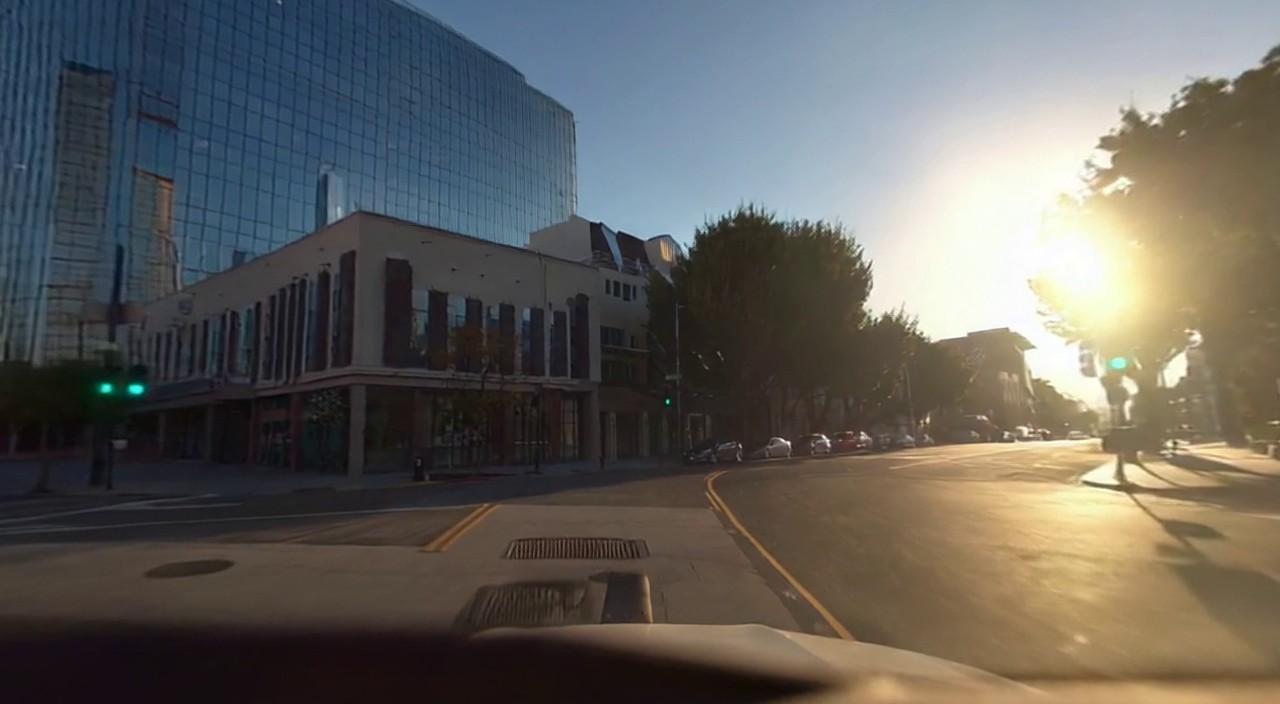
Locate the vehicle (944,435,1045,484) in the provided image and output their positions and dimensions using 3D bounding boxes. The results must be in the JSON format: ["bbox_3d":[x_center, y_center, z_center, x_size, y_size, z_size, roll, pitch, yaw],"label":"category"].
[{"bbox_3d":[12.111,3.666,21.887,2.148,1.488,4.508,-3,-9,18],"label":"vehicle"}]

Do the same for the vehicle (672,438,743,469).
[{"bbox_3d":[3.918,5.759,36.020,1.922,1.628,4.291,-7,-11,40],"label":"vehicle"}]

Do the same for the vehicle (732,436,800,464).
[{"bbox_3d":[8.107,6.239,40.254,2.179,1.658,4.765,-7,-11,40],"label":"vehicle"}]

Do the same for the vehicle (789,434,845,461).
[{"bbox_3d":[10.684,5.718,37.880,1.852,1.465,4.092,-6,-10,36],"label":"vehicle"}]
